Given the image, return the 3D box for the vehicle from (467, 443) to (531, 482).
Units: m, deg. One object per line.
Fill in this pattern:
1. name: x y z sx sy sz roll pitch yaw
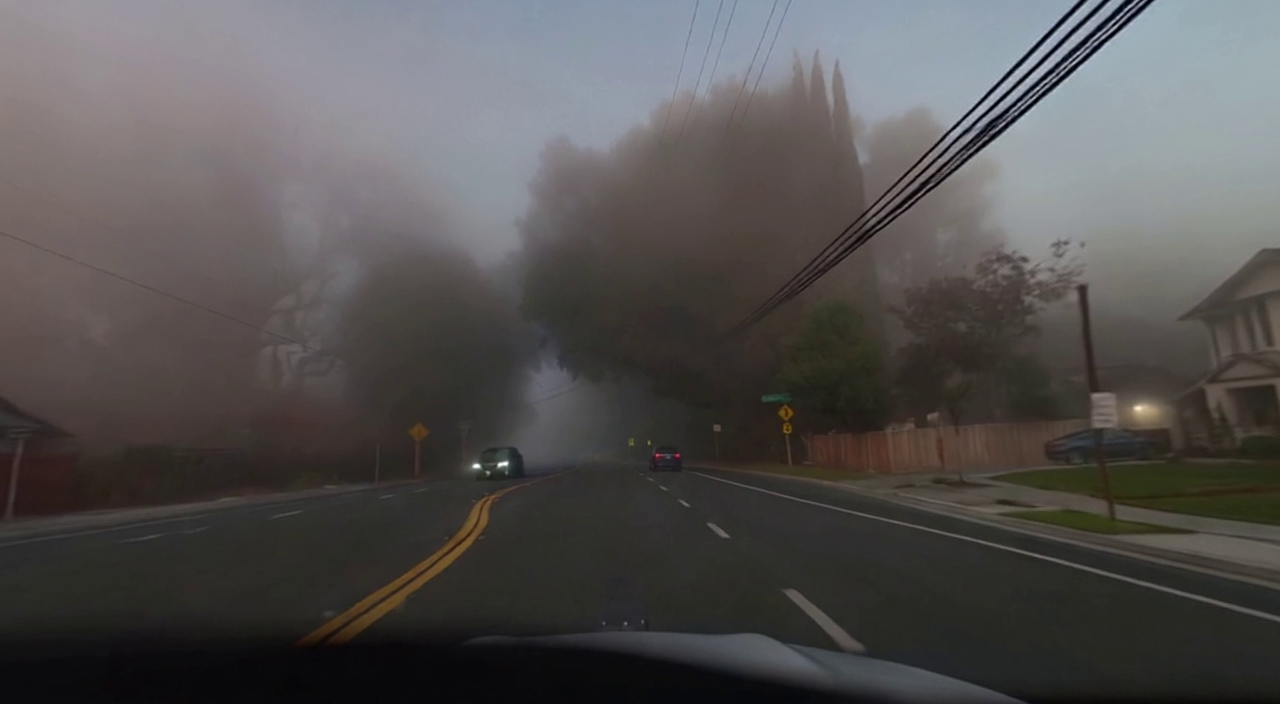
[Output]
1. vehicle: -6.905 5.448 31.391 2.127 1.725 4.366 -2 -9 1

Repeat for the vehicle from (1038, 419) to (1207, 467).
1. vehicle: 18.077 3.502 24.001 4.766 1.493 2.076 -9 -11 31

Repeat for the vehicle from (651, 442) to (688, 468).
1. vehicle: 2.105 7.675 47.036 2.144 1.843 4.827 1 -9 -5
